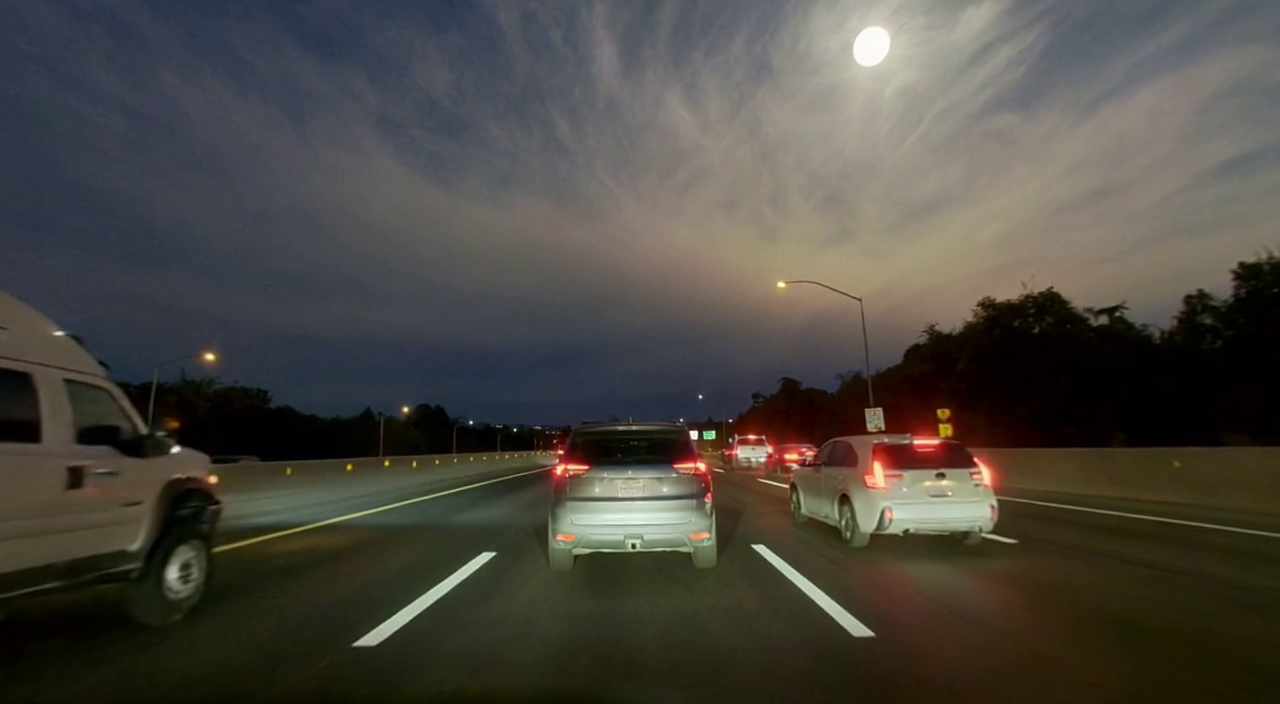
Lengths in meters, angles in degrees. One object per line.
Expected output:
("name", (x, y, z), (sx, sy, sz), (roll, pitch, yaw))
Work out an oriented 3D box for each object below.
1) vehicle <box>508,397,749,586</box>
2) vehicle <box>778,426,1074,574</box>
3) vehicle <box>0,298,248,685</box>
("vehicle", (-0.182, 1.601, 7.917), (2.230, 1.740, 3.976), (0, -9, -2))
("vehicle", (3.508, 1.913, 8.984), (2.028, 1.534, 4.691), (0, -9, 0))
("vehicle", (-4.155, 0.603, 2.578), (2.070, 1.862, 4.623), (0, -9, 0))
